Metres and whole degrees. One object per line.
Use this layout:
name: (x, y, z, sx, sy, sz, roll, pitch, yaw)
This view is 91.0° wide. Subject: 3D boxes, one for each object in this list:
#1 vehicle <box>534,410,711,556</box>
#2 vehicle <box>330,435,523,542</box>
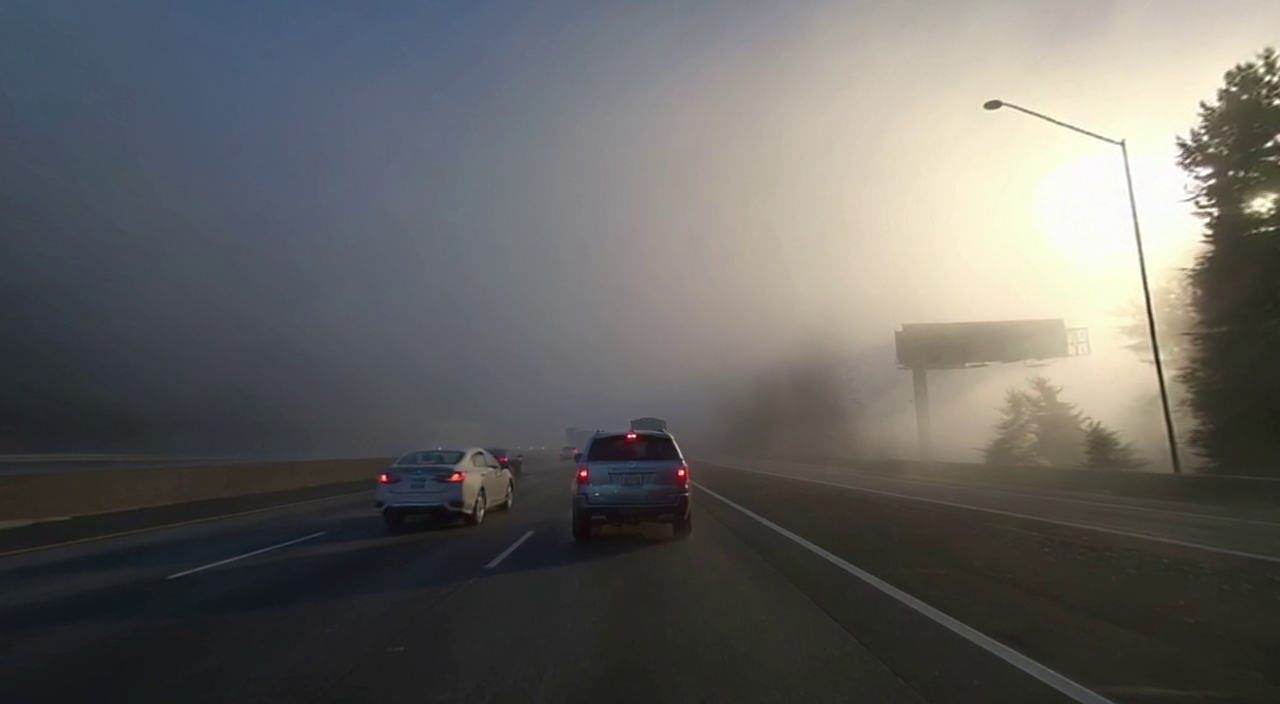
vehicle: (-0.255, 1.939, 10.067, 2.127, 1.749, 4.776, 0, -9, -1)
vehicle: (-3.505, 2.315, 11.370, 1.889, 1.522, 4.465, 0, -9, 0)
